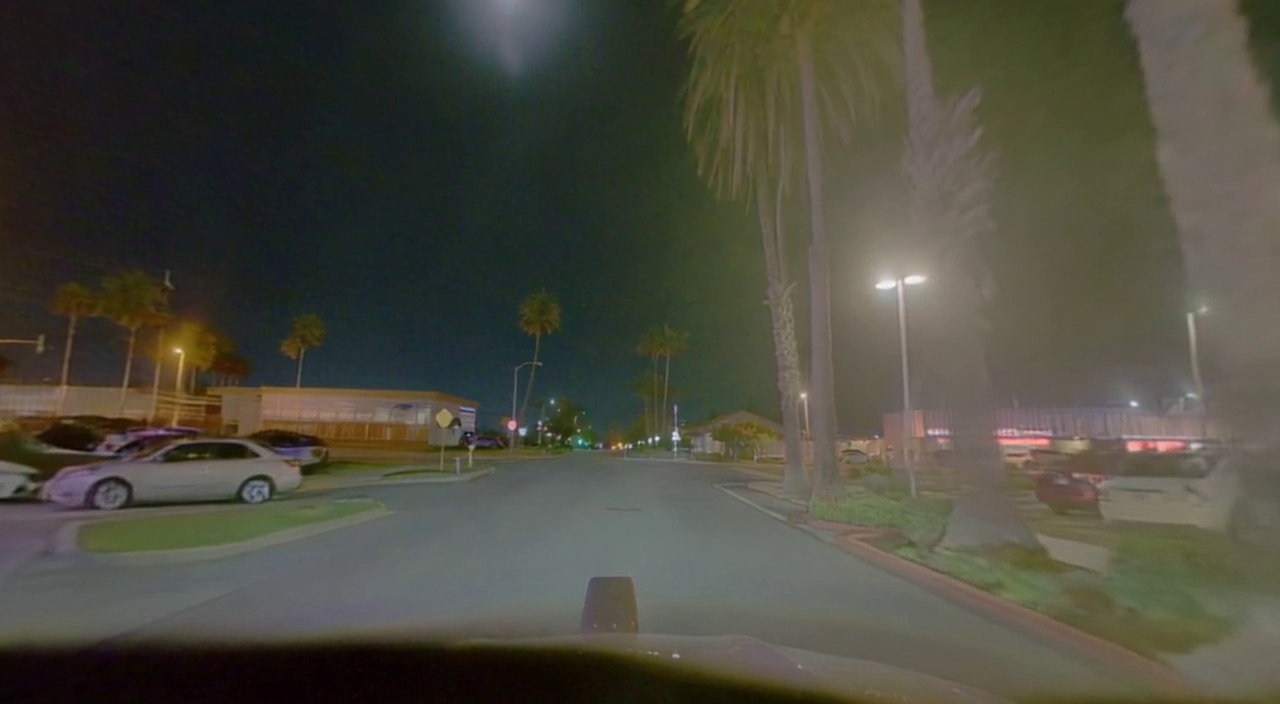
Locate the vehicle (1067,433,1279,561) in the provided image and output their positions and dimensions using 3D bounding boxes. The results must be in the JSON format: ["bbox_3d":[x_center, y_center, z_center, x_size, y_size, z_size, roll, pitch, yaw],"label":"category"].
[{"bbox_3d":[9.359,2.184,10.256,4.651,1.610,2.157,6,-10,-31],"label":"vehicle"}]

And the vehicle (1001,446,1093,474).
[{"bbox_3d":[27.908,7.390,43.430,4.839,1.845,2.037,0,-8,-1],"label":"vehicle"}]

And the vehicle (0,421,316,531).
[{"bbox_3d":[-8.402,2.021,10.963,2.086,1.434,4.809,-3,-9,18],"label":"vehicle"}]
